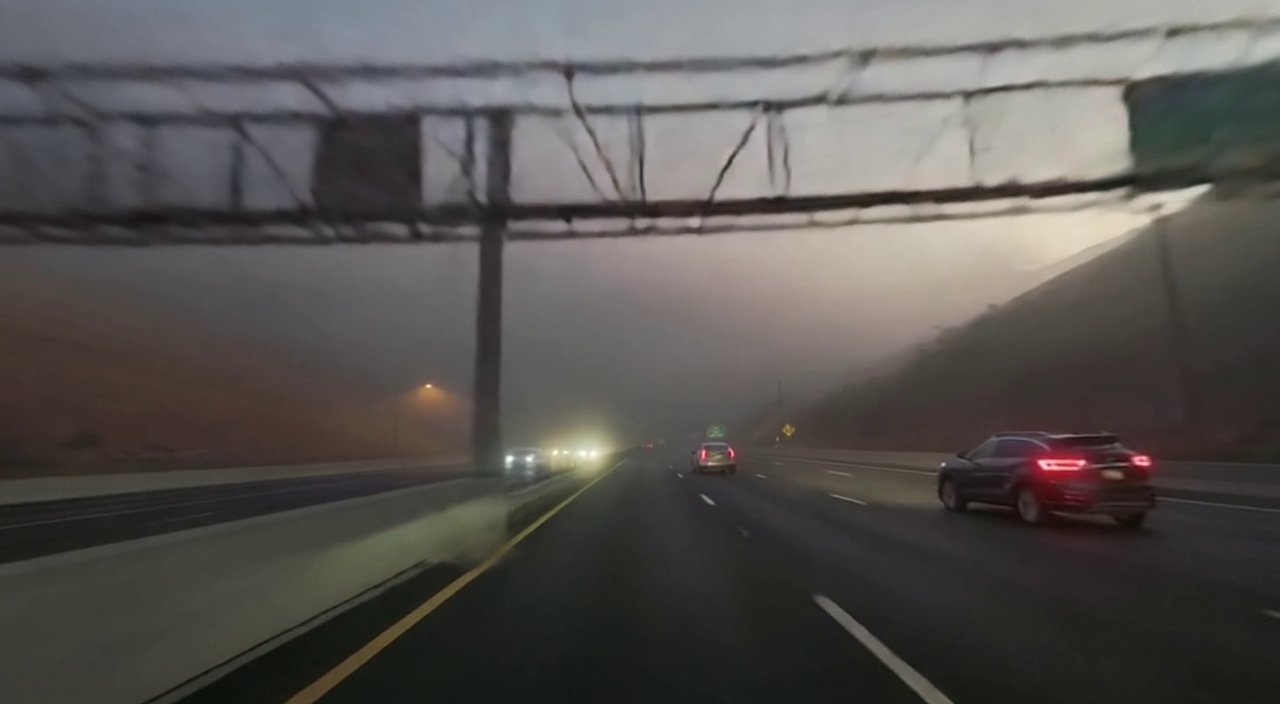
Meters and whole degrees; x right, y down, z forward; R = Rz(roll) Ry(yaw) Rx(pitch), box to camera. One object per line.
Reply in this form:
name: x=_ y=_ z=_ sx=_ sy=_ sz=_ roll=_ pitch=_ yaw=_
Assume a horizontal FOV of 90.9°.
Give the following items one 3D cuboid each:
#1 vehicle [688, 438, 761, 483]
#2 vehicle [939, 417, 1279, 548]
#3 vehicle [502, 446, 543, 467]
vehicle: x=2.927 y=3.863 z=22.804 sx=2.044 sy=1.444 sz=4.216 roll=0 pitch=-8 yaw=0
vehicle: x=6.864 y=1.892 z=9.901 sx=1.988 sy=1.530 sz=4.777 roll=0 pitch=-8 yaw=0
vehicle: x=-8.835 y=7.870 z=47.851 sx=2.208 sy=1.447 sz=4.764 roll=-1 pitch=-8 yaw=1
